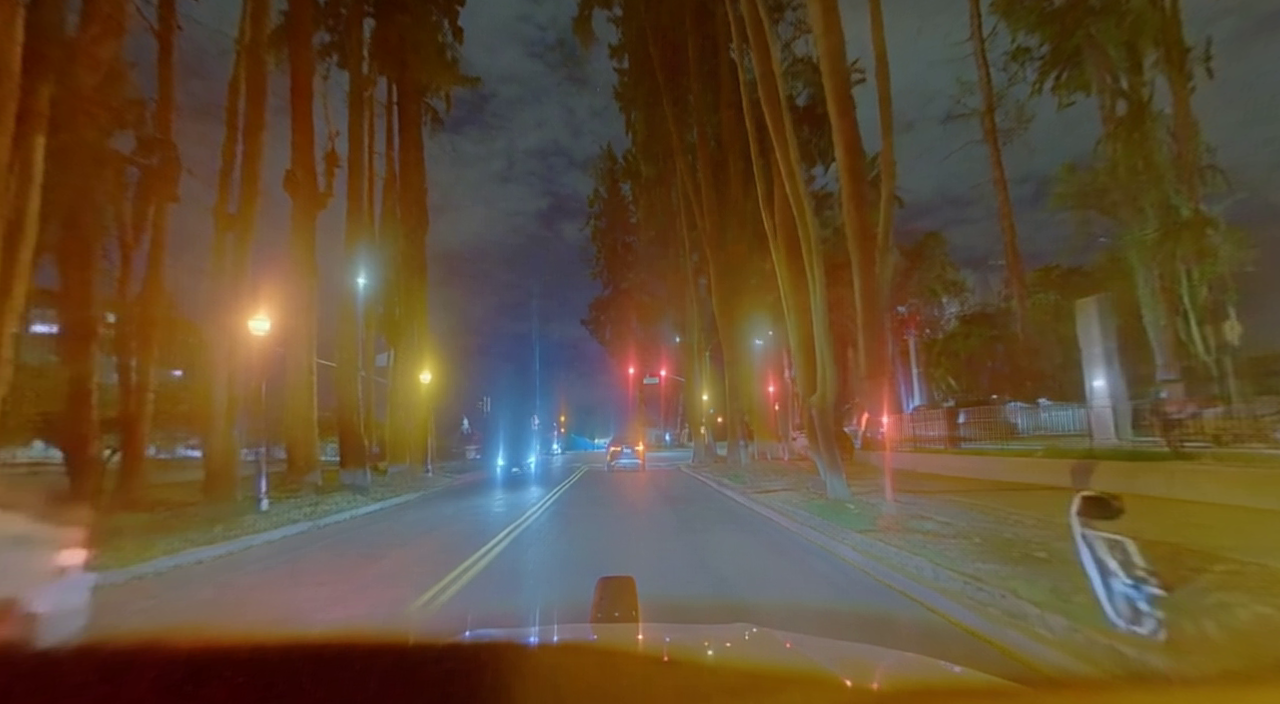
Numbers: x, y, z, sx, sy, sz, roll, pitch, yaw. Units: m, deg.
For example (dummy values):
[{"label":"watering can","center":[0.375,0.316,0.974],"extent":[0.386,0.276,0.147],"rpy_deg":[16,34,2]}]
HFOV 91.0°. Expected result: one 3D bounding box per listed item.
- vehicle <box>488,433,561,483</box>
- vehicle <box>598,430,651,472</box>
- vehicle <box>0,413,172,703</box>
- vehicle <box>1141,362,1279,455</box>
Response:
[{"label":"vehicle","center":[-4.093,3.818,23.004],"extent":[2.057,1.613,4.062],"rpy_deg":[0,-8,-2]},{"label":"vehicle","center":[-0.636,4.288,27.500],"extent":[2.142,1.686,3.816],"rpy_deg":[-1,-8,0]},{"label":"vehicle","center":[-3.440,0.869,1.455],"extent":[1.973,1.512,3.524],"rpy_deg":[0,-8,0]},{"label":"vehicle","center":[12.009,0.885,11.131],"extent":[4.349,1.462,1.982],"rpy_deg":[-5,-7,7]}]
